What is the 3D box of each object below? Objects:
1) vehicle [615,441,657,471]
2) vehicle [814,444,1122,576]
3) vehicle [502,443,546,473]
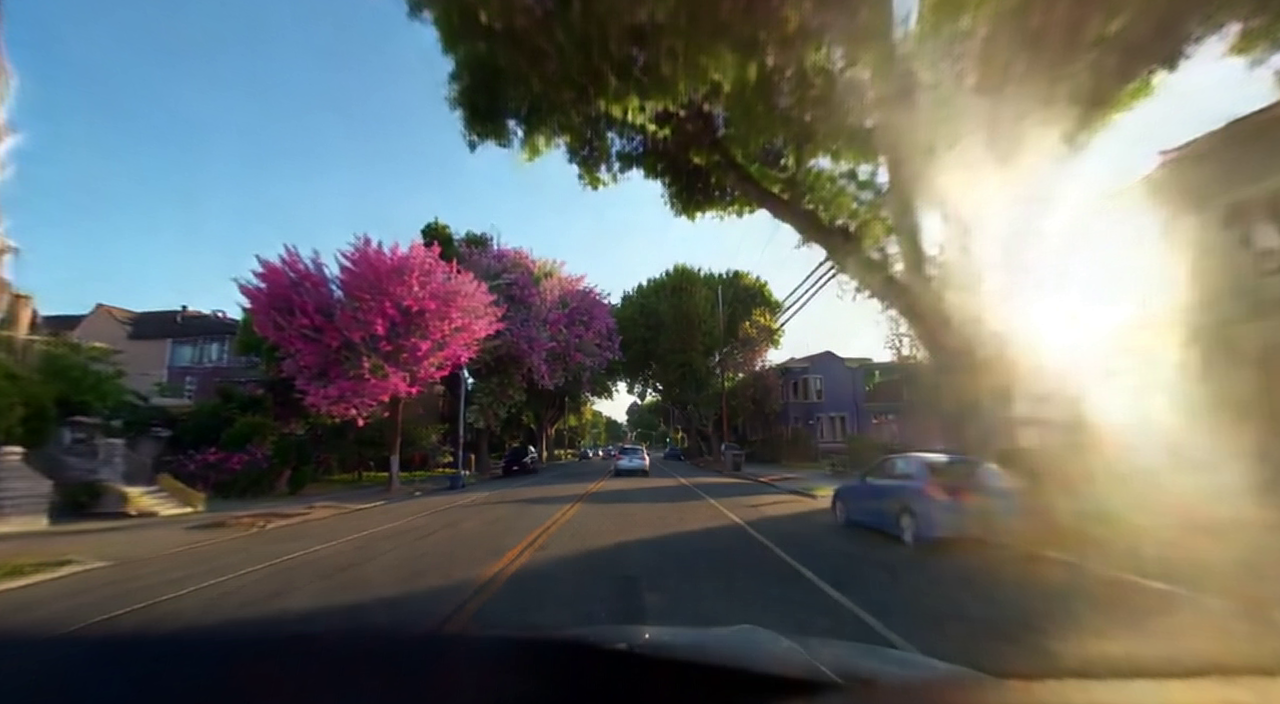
[{"bbox_3d":[-0.236,5.607,34.149,2.104,1.500,3.815,0,-8,-1],"label":"vehicle"},{"bbox_3d":[4.464,2.181,9.793,1.977,1.481,5.155,0,-8,-1],"label":"vehicle"},{"bbox_3d":[-7.649,7.048,41.739,2.022,1.795,4.337,-3,-10,1],"label":"vehicle"}]
